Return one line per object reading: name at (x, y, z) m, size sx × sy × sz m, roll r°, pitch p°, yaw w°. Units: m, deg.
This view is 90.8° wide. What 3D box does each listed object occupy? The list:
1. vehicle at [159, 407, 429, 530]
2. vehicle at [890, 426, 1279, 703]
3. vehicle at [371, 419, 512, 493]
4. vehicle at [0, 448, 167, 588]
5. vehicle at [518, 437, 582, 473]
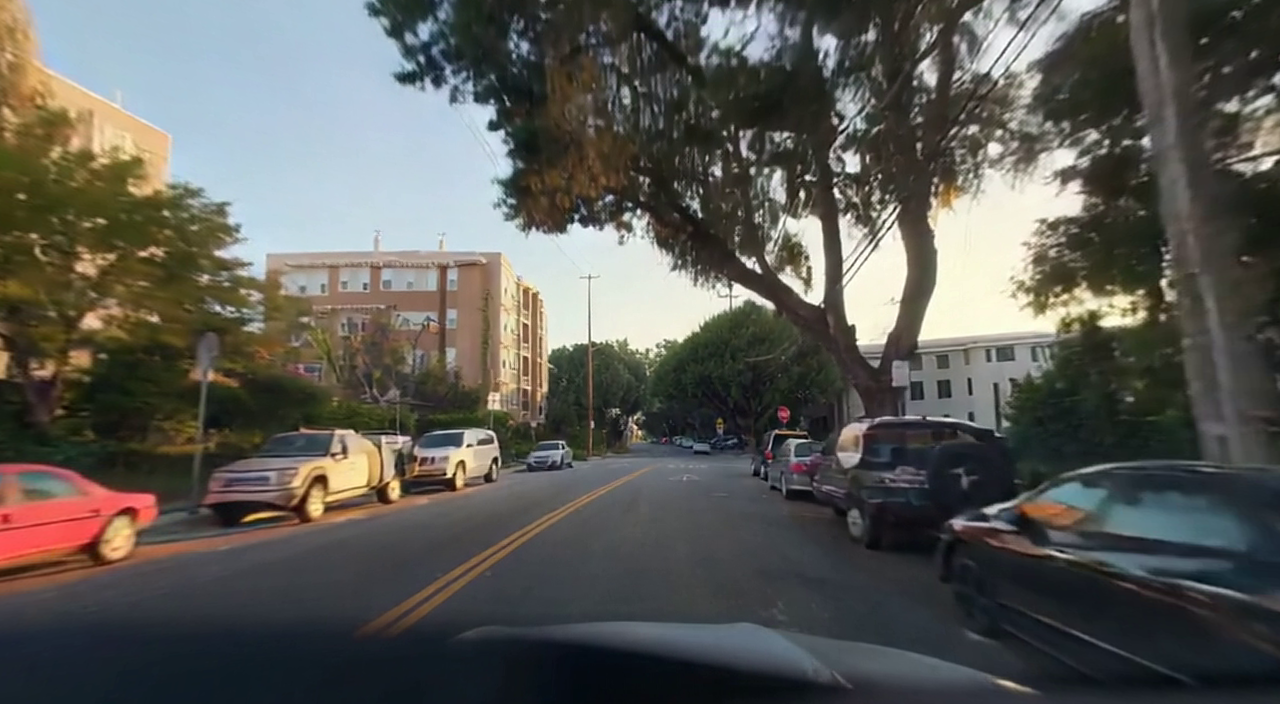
vehicle at (-6.493, 2.268, 12.919) m, size 2.270 × 1.881 × 5.412 m, roll -3°, pitch -8°, yaw 3°
vehicle at (2.974, 1.088, 2.843) m, size 1.875 × 1.441 × 4.445 m, roll 0°, pitch -8°, yaw 0°
vehicle at (-5.738, 3.090, 19.192) m, size 2.158 × 1.929 × 5.184 m, roll -1°, pitch -8°, yaw 6°
vehicle at (-7.512, 1.749, 6.683) m, size 1.823 × 1.407 × 4.125 m, roll 0°, pitch -8°, yaw -1°
vehicle at (-4.269, 4.934, 30.551) m, size 1.922 × 1.505 × 4.502 m, roll -4°, pitch -8°, yaw 6°
